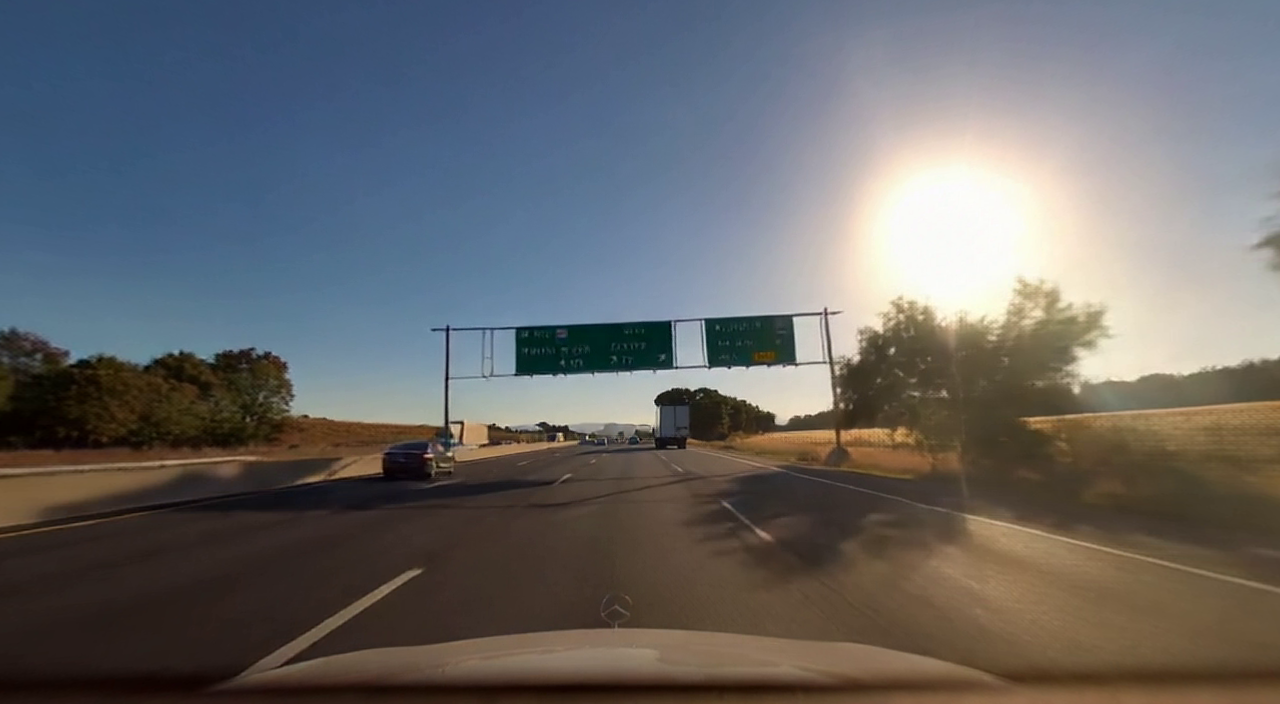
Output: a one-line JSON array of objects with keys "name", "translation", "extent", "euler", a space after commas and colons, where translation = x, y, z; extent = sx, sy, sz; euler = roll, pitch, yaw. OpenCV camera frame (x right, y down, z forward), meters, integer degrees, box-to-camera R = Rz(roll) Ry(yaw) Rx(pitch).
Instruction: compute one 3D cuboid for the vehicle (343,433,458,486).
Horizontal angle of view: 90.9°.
[{"name": "vehicle", "translation": [-7.353, 3.307, 19.877], "extent": [2.018, 1.454, 4.290], "euler": [0, -8, -1]}]
